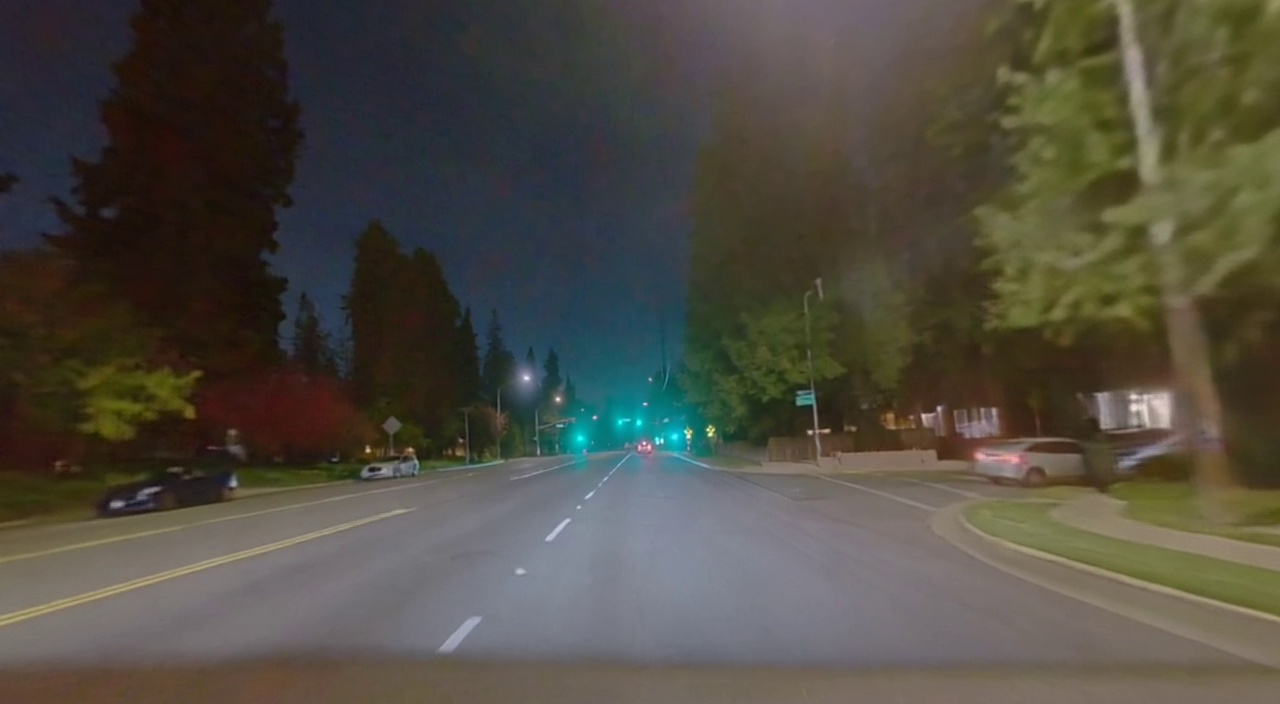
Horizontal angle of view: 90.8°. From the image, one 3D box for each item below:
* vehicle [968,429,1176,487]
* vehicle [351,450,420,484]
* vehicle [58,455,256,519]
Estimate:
[{"bbox_3d":[11.832,2.891,17.439,4.644,1.471,1.843,2,-8,-10],"label":"vehicle"},{"bbox_3d":[-13.811,6.240,34.573,1.941,1.501,4.432,-3,-7,0],"label":"vehicle"},{"bbox_3d":[-13.672,3.802,18.349,1.901,1.481,4.636,0,-8,3],"label":"vehicle"}]
